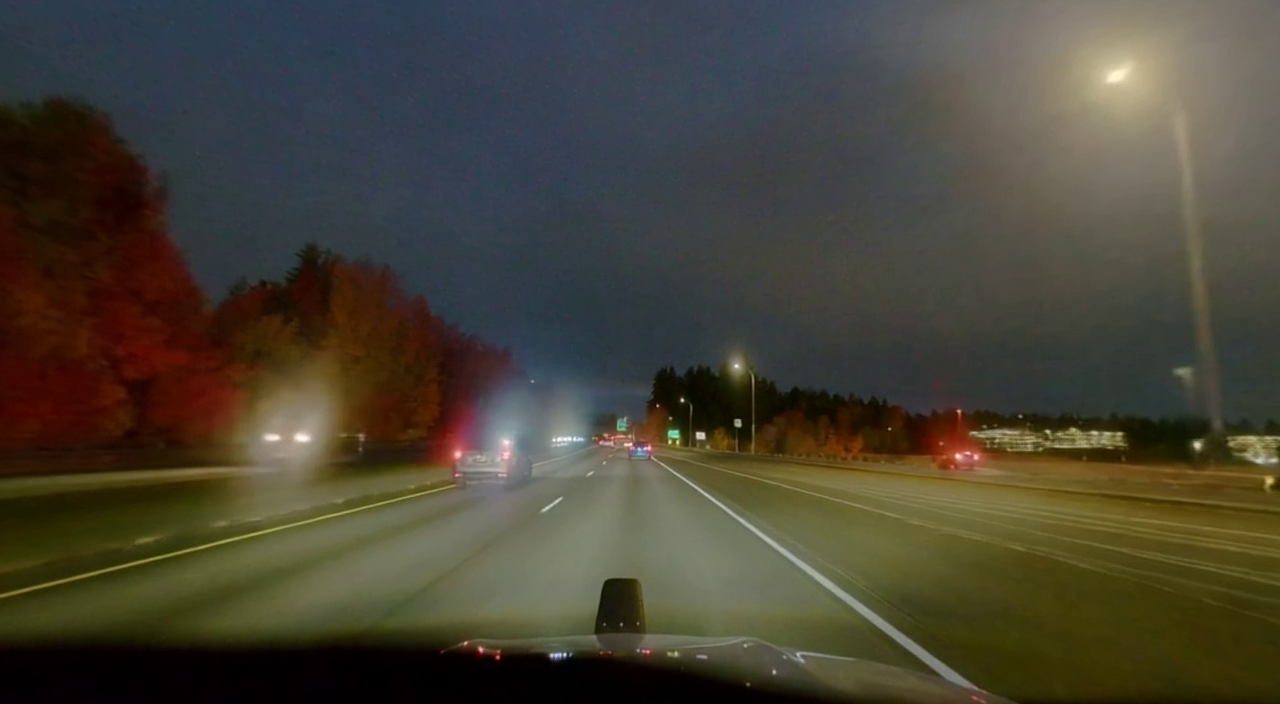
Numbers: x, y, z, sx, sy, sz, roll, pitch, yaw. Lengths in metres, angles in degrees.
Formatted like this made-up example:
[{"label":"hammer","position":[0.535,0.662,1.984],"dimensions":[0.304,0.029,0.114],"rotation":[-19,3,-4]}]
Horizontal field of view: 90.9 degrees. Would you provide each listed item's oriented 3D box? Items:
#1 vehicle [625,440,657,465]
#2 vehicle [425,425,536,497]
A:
[{"label":"vehicle","position":[0.024,6.438,40.509],"dimensions":[1.939,1.497,3.863],"rotation":[0,-8,-1]},{"label":"vehicle","position":[-4.183,2.929,17.288],"dimensions":[1.924,1.720,4.195],"rotation":[0,-8,0]}]
